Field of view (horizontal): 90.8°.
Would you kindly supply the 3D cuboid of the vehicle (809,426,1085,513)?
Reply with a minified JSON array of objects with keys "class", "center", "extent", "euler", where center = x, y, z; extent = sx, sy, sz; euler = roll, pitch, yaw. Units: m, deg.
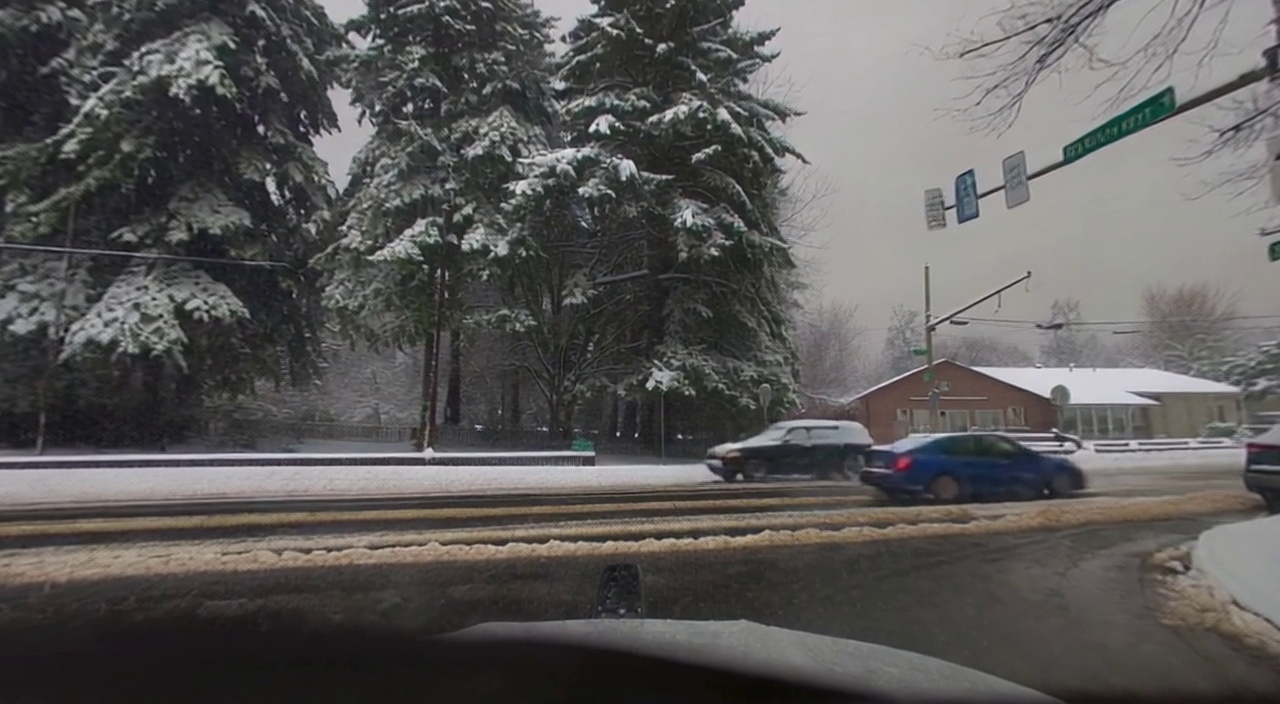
[{"class":"vehicle","center":[5.726,2.155,11.945],"extent":[4.517,1.419,1.836],"euler":[2,-9,-16]}]

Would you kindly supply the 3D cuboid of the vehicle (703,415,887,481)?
[{"class":"vehicle","center":[4.546,2.837,18.791],"extent":[4.882,1.783,2.093],"euler":[2,-9,-16]}]
